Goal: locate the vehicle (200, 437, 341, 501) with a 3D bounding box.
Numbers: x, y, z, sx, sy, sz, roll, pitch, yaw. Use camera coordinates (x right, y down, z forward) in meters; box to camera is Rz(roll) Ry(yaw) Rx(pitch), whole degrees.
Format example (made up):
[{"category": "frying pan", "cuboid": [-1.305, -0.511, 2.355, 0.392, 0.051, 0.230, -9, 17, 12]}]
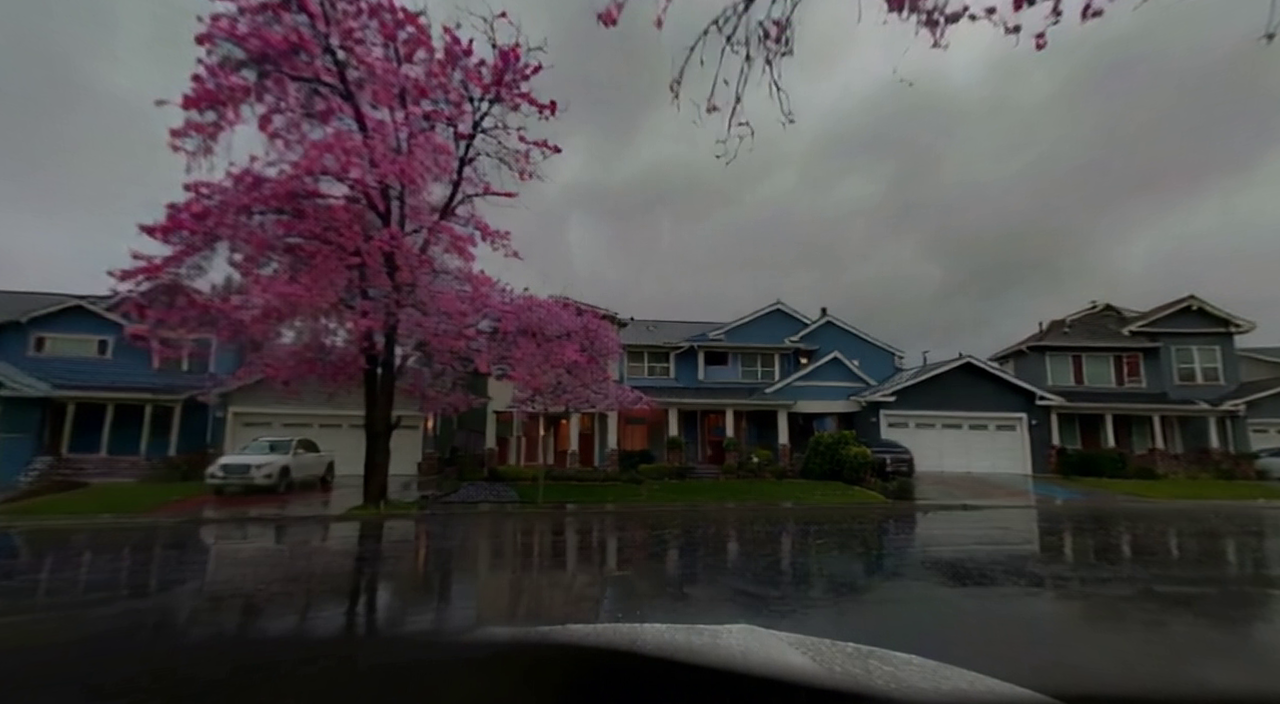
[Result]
[{"category": "vehicle", "cuboid": [-9.950, 3.152, 17.424, 1.968, 1.491, 4.486, 1, -9, -12]}]
